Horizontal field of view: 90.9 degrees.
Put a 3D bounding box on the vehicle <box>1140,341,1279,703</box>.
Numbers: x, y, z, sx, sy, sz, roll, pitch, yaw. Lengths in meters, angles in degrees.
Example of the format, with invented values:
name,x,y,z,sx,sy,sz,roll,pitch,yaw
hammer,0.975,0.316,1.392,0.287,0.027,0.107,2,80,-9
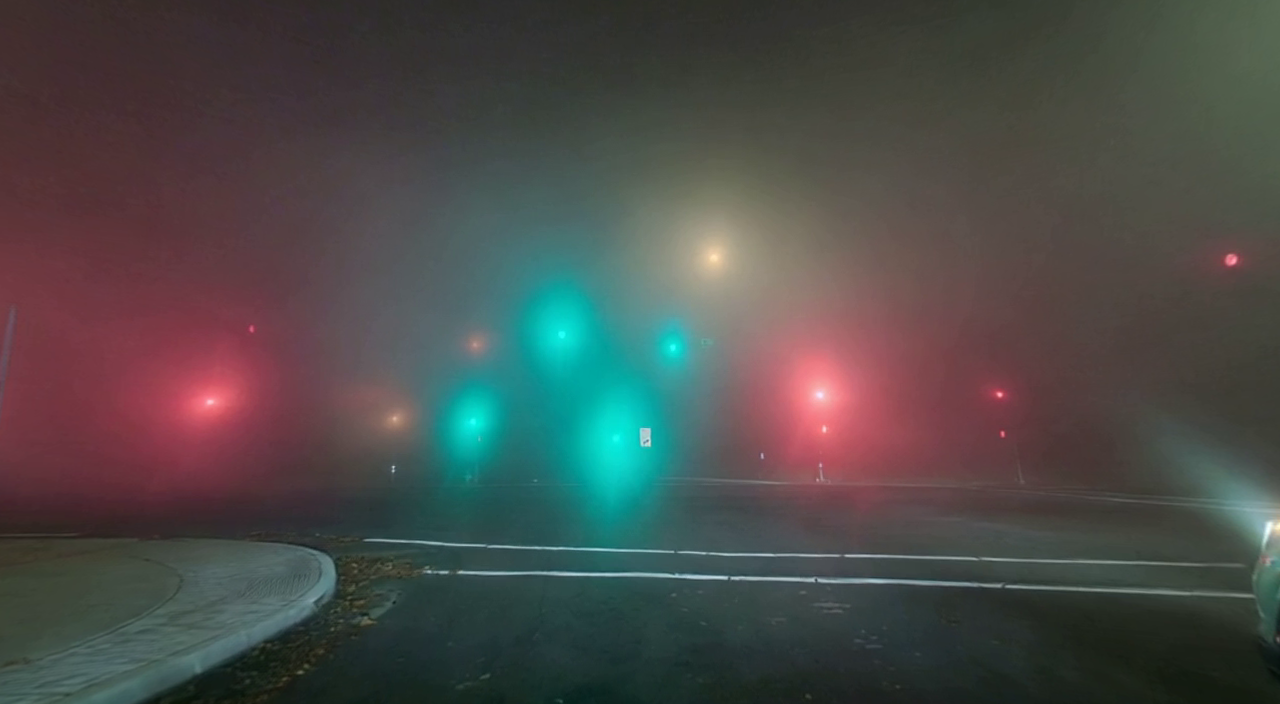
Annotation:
name,x,y,z,sx,sy,sz,roll,pitch,yaw
vehicle,3.059,0.554,0.492,1.938,1.648,4.211,0,-8,2
